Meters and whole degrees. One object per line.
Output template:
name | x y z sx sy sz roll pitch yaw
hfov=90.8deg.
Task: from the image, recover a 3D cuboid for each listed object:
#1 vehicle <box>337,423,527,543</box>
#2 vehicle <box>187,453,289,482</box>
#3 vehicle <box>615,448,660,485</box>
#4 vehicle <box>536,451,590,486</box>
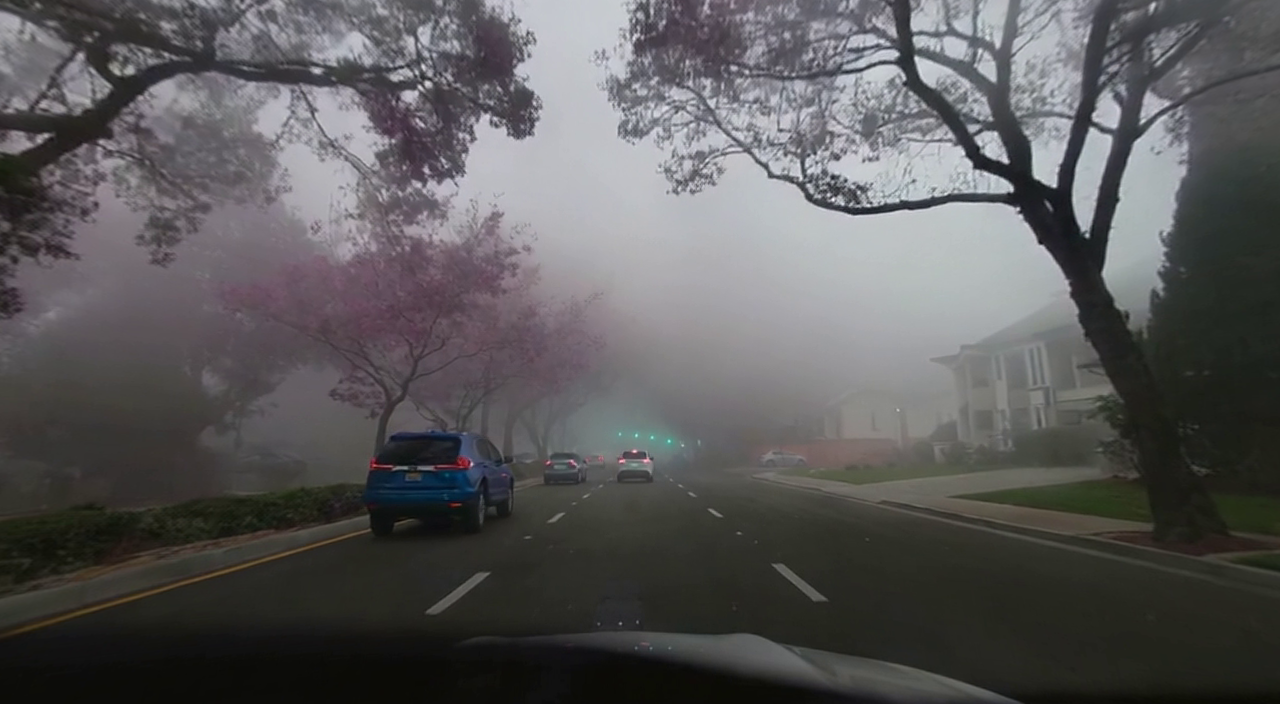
vehicle | -3.806 2.482 12.689 2.161 1.919 4.798 0 -8 0
vehicle | -28.586 8.213 45.182 5.692 1.926 2.274 3 -9 -18
vehicle | -0.118 5.431 30.214 1.997 1.636 3.760 0 -8 0
vehicle | -3.674 5.624 30.807 2.066 1.565 3.905 0 -8 1
